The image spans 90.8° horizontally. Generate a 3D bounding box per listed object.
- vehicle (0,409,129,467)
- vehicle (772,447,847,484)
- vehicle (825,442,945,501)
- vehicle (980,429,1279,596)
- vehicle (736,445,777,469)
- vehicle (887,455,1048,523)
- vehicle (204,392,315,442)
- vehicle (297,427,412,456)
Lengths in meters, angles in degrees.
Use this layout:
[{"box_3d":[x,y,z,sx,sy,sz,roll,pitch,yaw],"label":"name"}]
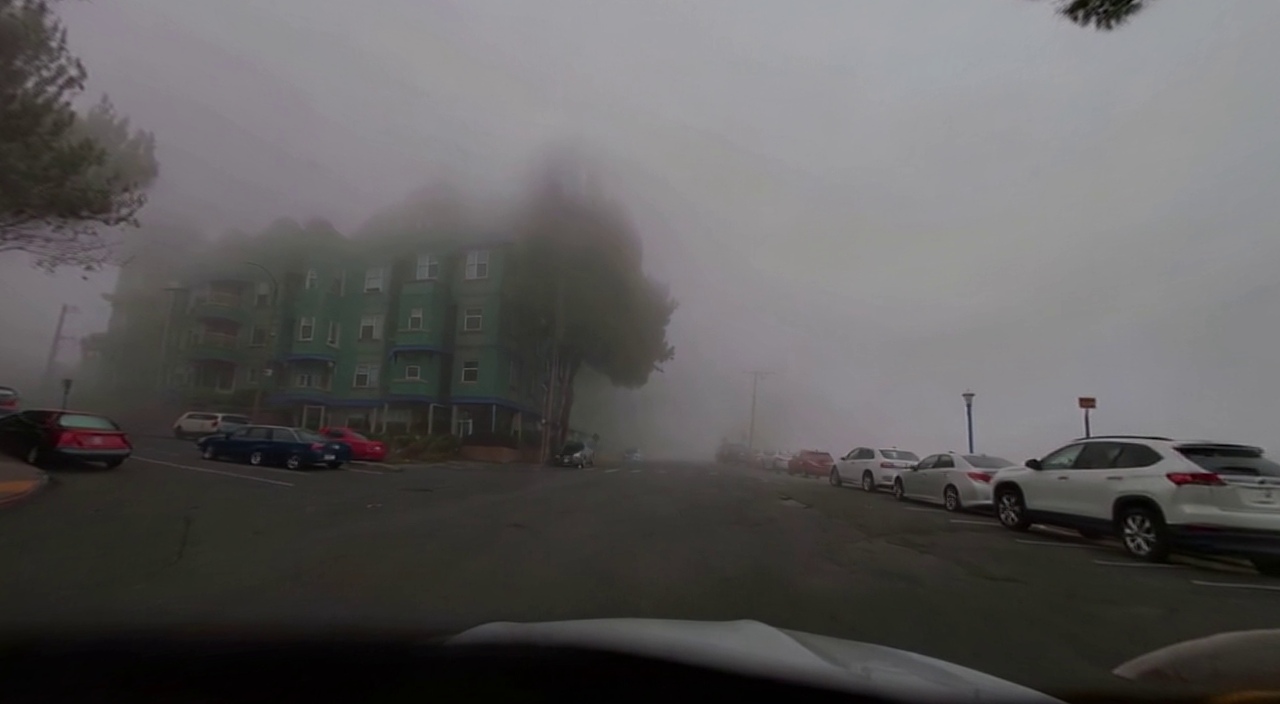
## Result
[{"box_3d":[-16.512,2.468,17.980,4.175,1.436,2.017,-7,-11,37],"label":"vehicle"},{"box_3d":[7.885,5.298,29.881,2.122,1.554,4.777,0,-8,-1],"label":"vehicle"},{"box_3d":[7.933,3.873,21.062,1.917,1.704,4.840,0,-8,-2],"label":"vehicle"},{"box_3d":[7.510,2.118,9.448,2.181,1.792,5.066,0,-8,2],"label":"vehicle"},{"box_3d":[7.751,7.021,42.344,1.901,1.495,4.340,0,-8,0],"label":"vehicle"},{"box_3d":[7.823,3.271,15.613,1.900,1.368,4.176,-1,-8,3],"label":"vehicle"},{"box_3d":[-18.700,3.208,31.082,4.598,1.645,2.019,8,-5,20],"label":"vehicle"},{"box_3d":[-13.577,4.300,30.314,4.603,1.335,1.889,1,-9,-8],"label":"vehicle"}]
